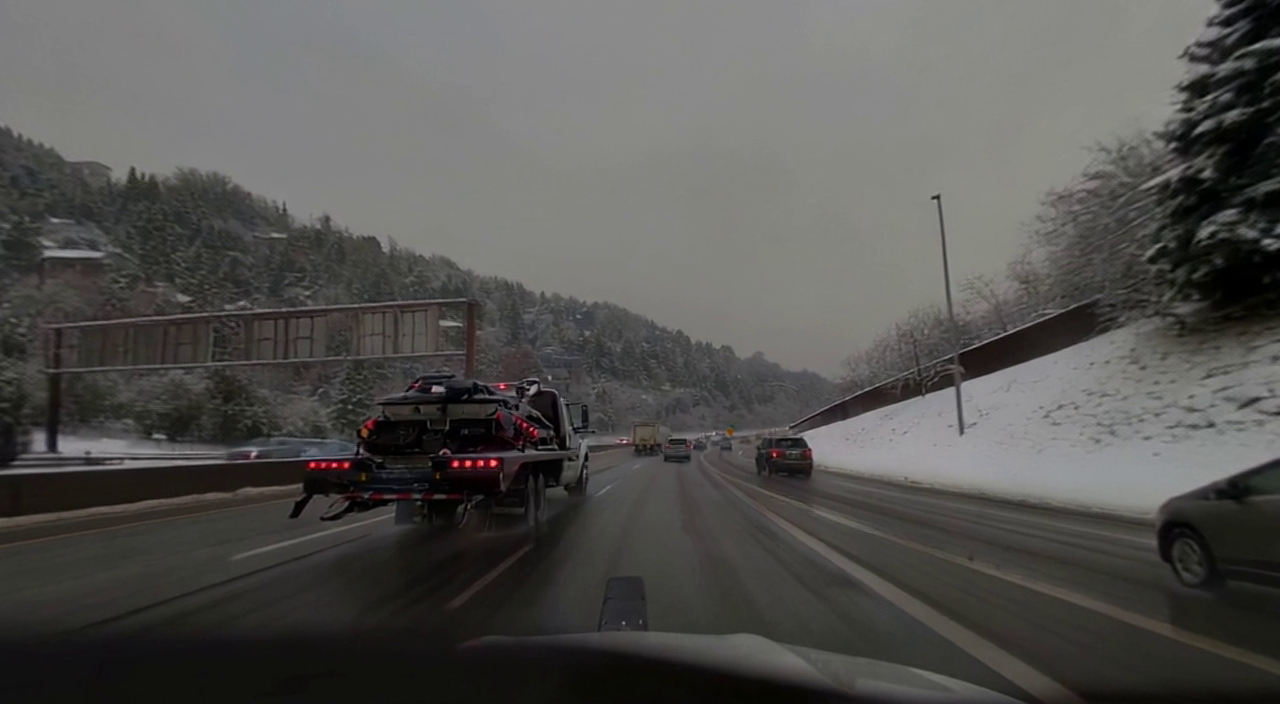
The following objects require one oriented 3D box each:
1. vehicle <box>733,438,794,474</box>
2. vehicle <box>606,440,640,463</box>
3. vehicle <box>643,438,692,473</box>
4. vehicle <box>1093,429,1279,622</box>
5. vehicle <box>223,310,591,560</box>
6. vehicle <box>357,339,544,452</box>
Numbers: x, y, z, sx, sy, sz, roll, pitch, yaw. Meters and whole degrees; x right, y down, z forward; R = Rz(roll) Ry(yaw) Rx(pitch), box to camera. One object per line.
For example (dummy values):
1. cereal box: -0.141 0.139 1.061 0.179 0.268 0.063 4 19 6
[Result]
1. vehicle: 6.006 5.085 31.191 2.075 1.614 4.682 0 -8 0
2. vehicle: -1.115 6.918 43.973 2.016 1.450 4.310 -1 -8 4
3. vehicle: 1.267 4.728 29.044 2.079 1.499 3.915 0 -8 2
4. vehicle: 5.992 1.301 4.594 2.040 1.481 4.260 1 -8 -3
5. vehicle: -3.158 1.701 12.675 3.162 2.955 10.282 0 -8 2
6. vehicle: -3.147 0.982 11.698 1.893 1.674 4.766 0 -8 1
